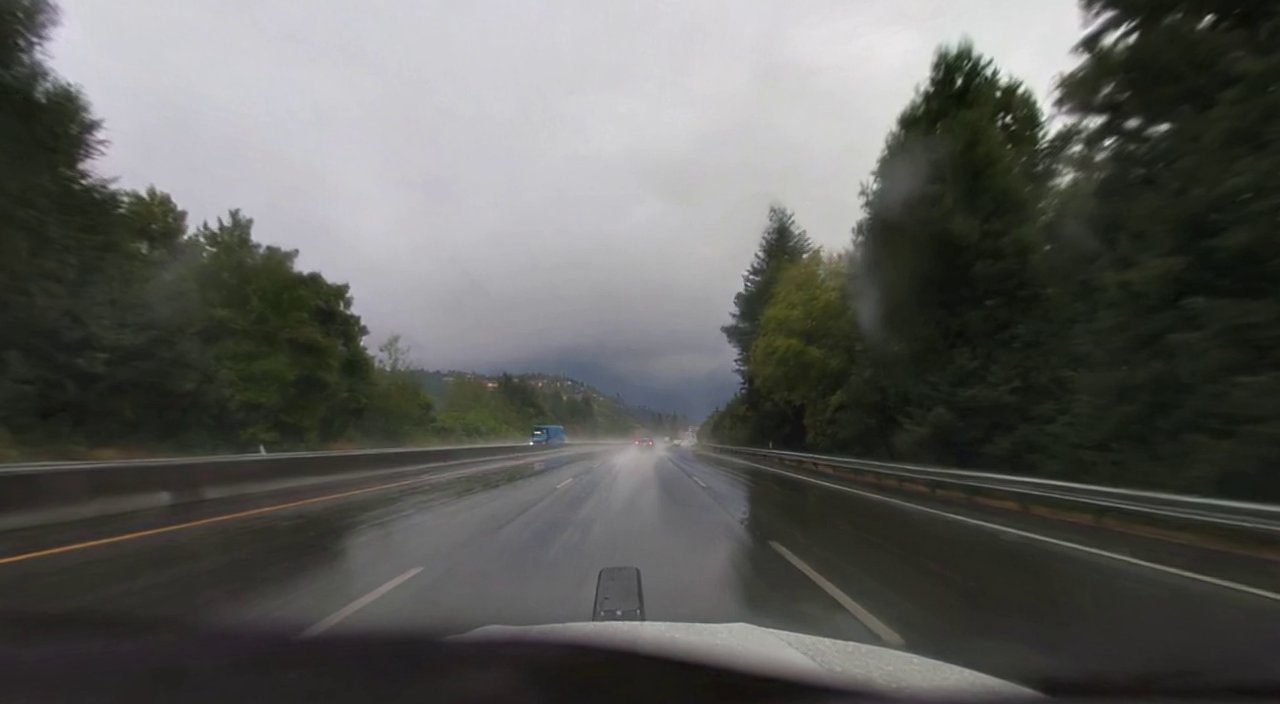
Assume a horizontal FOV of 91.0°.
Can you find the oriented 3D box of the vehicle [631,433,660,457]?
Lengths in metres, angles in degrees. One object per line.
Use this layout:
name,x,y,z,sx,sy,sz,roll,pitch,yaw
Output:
vehicle,0.414,6.877,46.710,2.058,1.649,3.942,0,-8,0
